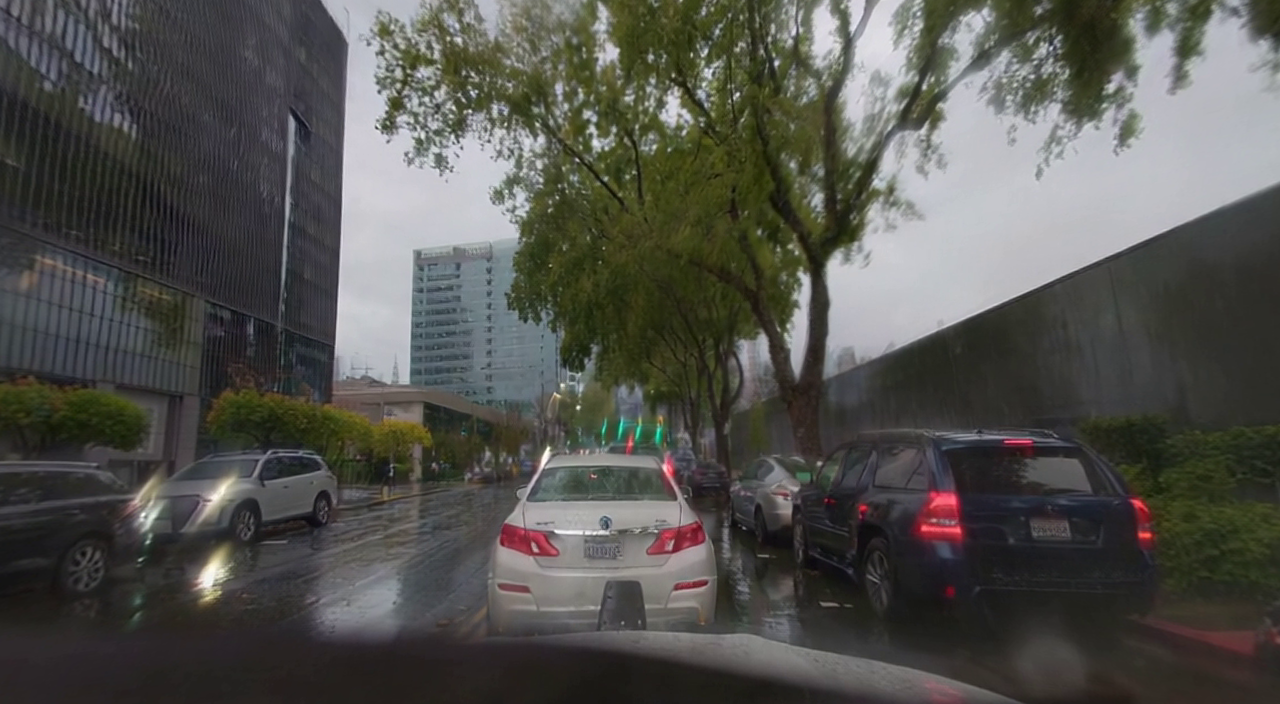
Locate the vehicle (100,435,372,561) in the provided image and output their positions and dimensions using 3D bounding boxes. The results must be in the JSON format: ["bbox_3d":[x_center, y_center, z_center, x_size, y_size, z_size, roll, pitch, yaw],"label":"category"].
[{"bbox_3d":[-6.845,2.589,11.439,1.994,1.701,4.520,-3,-12,-1],"label":"vehicle"}]

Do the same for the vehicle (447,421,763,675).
[{"bbox_3d":[-0.202,1.591,5.933,2.018,1.583,3.646,1,-10,1],"label":"vehicle"}]

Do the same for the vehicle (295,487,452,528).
[{"bbox_3d":[-6.995,4.180,17.176,2.223,0.774,4.789,1,-10,0],"label":"vehicle"}]

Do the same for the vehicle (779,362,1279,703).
[{"bbox_3d":[2.710,1.420,5.691,1.868,1.920,4.501,1,-10,0],"label":"vehicle"}]

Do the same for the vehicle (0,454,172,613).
[{"bbox_3d":[-6.983,1.695,5.887,1.900,1.471,4.202,1,-10,0],"label":"vehicle"}]
